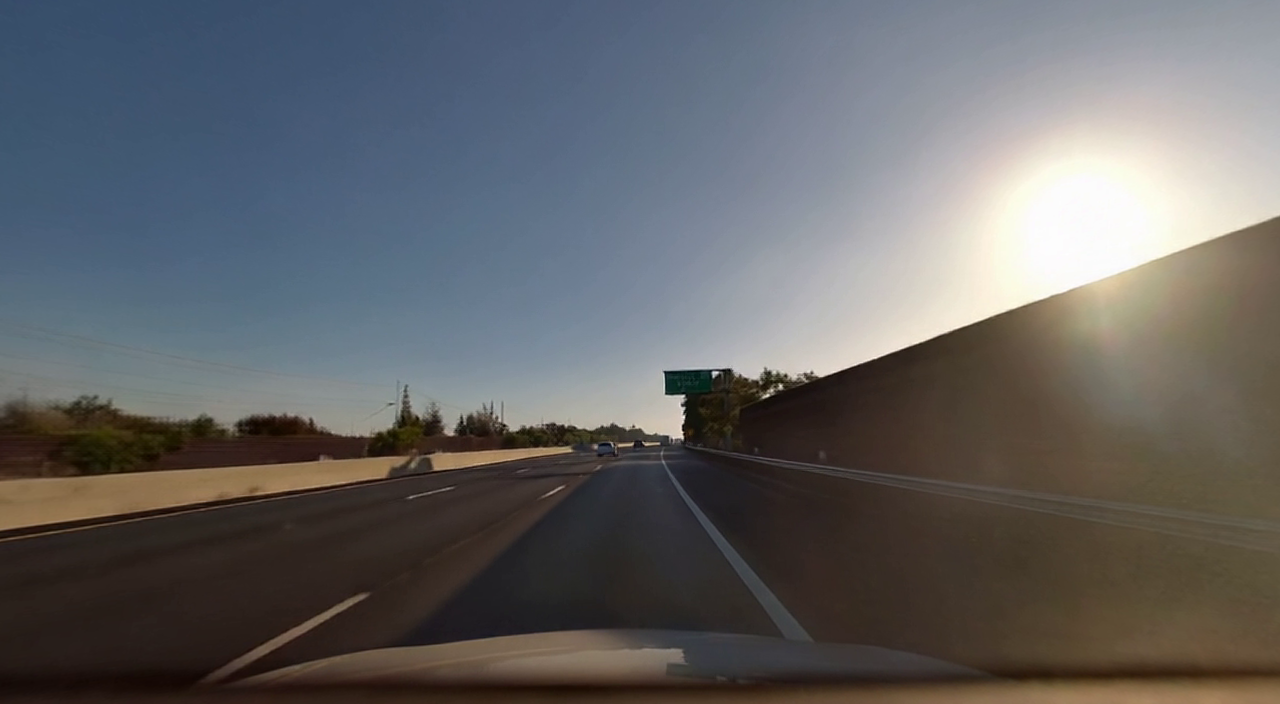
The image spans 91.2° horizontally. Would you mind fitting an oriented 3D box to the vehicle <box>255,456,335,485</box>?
[{"bbox_3d":[-19.950,6.844,36.494,1.961,1.536,4.595,-1,-9,1],"label":"vehicle"}]
